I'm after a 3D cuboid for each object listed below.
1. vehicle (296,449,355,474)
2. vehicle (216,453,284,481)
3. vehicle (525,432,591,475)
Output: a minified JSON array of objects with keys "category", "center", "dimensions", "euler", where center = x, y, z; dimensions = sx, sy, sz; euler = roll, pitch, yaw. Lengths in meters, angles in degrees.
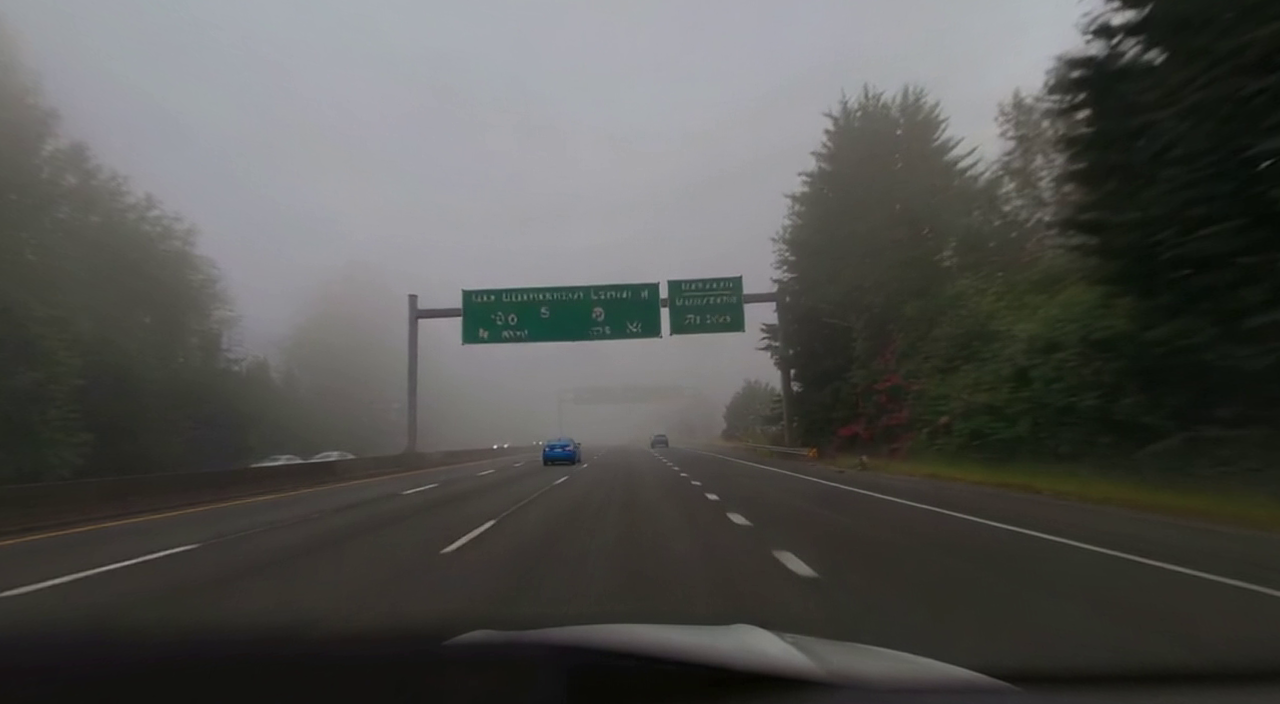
[{"category":"vehicle","center":[-19.974,6.965,40.171],"dimensions":[1.794,1.388,3.768],"euler":[-1,-8,-1]},{"category":"vehicle","center":[-22.896,6.743,37.144],"dimensions":[1.641,1.400,3.729],"euler":[-1,-8,-1]},{"category":"vehicle","center":[-3.036,3.848,24.172],"dimensions":[2.000,1.491,3.913],"euler":[0,-8,0]}]
